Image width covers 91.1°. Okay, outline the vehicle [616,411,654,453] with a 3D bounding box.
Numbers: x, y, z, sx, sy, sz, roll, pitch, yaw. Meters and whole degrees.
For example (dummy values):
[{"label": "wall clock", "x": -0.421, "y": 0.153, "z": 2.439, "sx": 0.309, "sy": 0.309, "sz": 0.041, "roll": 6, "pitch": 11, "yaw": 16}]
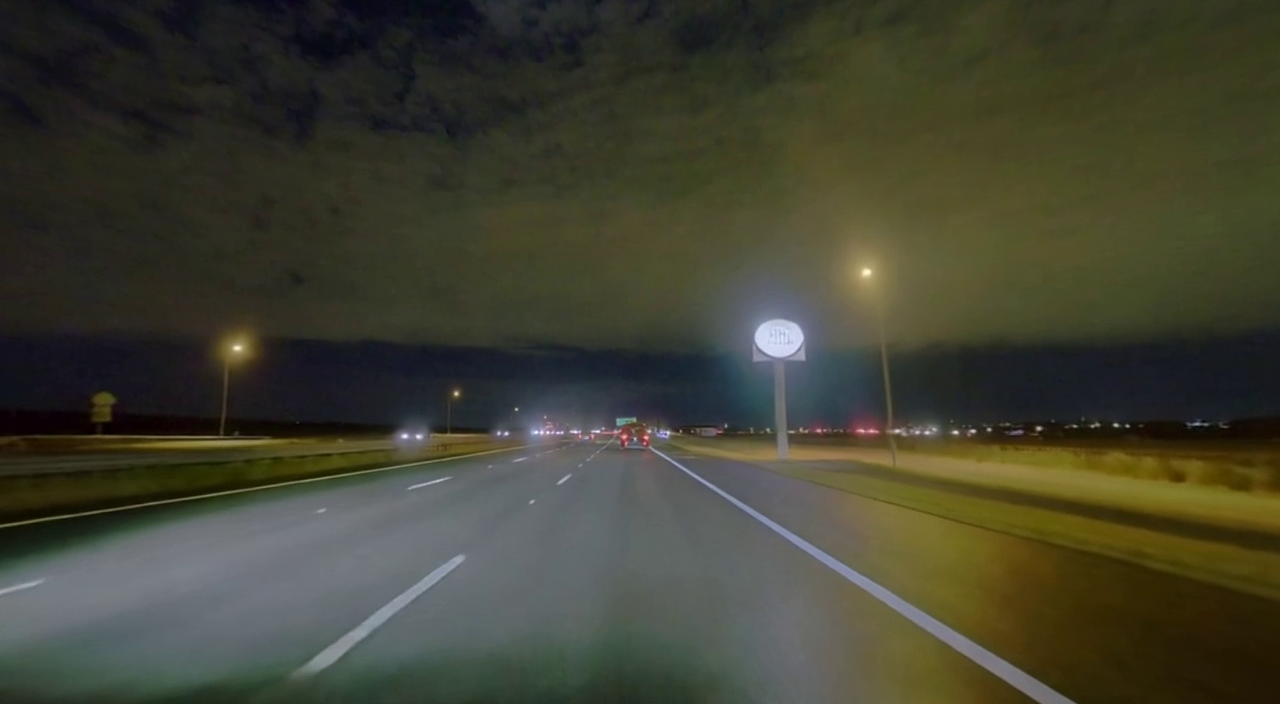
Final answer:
[{"label": "vehicle", "x": -0.445, "y": 5.577, "z": 43.703, "sx": 2.418, "sy": 2.704, "sz": 6.445, "roll": 0, "pitch": -8, "yaw": -3}]
